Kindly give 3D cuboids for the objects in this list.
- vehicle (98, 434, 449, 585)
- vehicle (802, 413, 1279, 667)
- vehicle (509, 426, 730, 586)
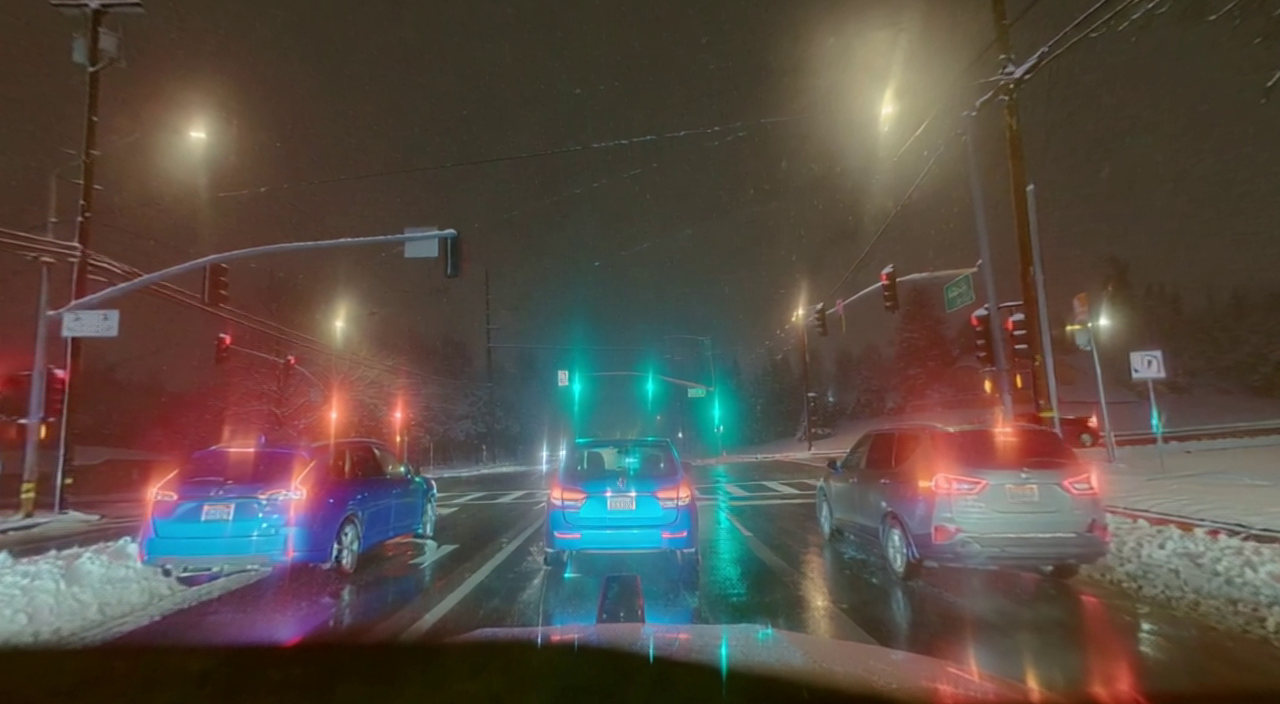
[{"bbox_3d":[-4.356,1.904,8.572,2.106,1.492,4.312,0,-8,1],"label":"vehicle"},{"bbox_3d":[2.910,1.392,5.676,1.860,1.494,3.707,0,-8,-1],"label":"vehicle"},{"bbox_3d":[-0.224,1.754,8.071,2.061,1.485,4.196,0,-8,-1],"label":"vehicle"}]
